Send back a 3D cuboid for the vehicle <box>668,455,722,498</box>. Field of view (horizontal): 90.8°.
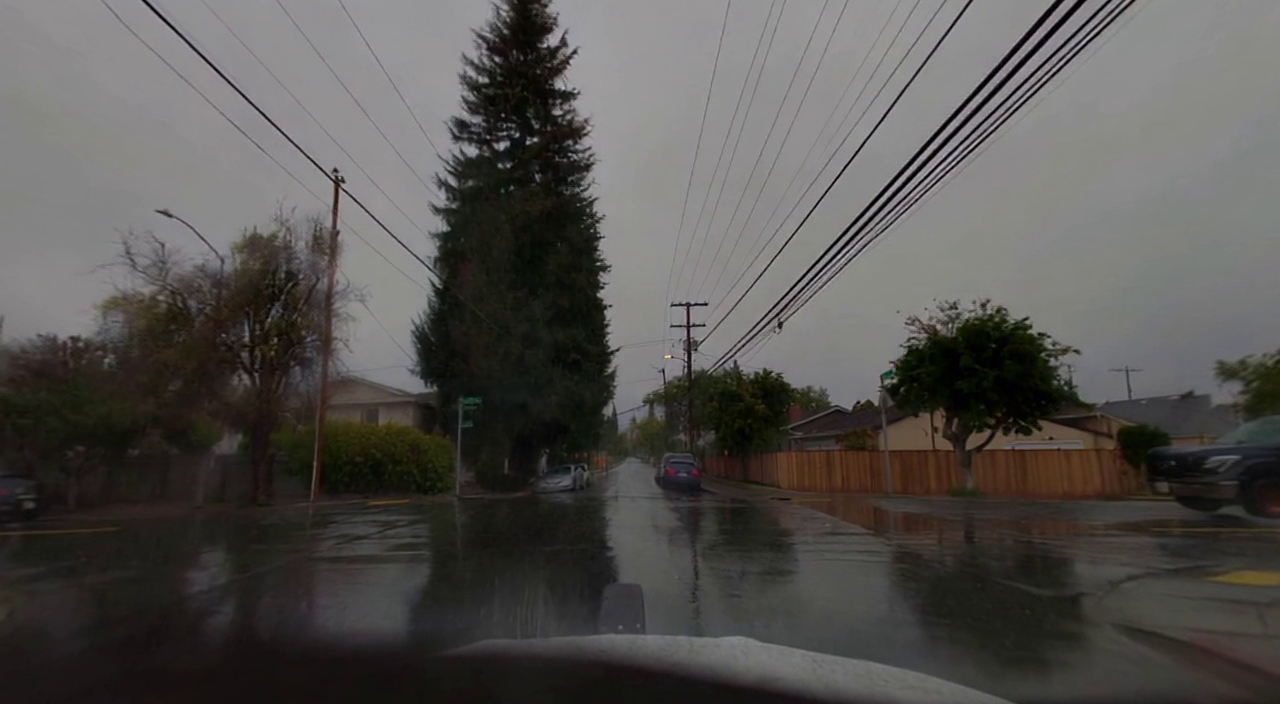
[{"bbox_3d":[2.598,6.028,31.007,2.051,1.874,4.459,0,-8,-2],"label":"vehicle"}]

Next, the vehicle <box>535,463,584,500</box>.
[{"bbox_3d":[-4.299,7.014,34.513,2.189,1.771,4.571,0,-9,-1],"label":"vehicle"}]

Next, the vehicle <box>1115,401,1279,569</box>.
[{"bbox_3d":[9.720,1.693,8.488,4.677,1.949,2.334,-1,-8,3],"label":"vehicle"}]
